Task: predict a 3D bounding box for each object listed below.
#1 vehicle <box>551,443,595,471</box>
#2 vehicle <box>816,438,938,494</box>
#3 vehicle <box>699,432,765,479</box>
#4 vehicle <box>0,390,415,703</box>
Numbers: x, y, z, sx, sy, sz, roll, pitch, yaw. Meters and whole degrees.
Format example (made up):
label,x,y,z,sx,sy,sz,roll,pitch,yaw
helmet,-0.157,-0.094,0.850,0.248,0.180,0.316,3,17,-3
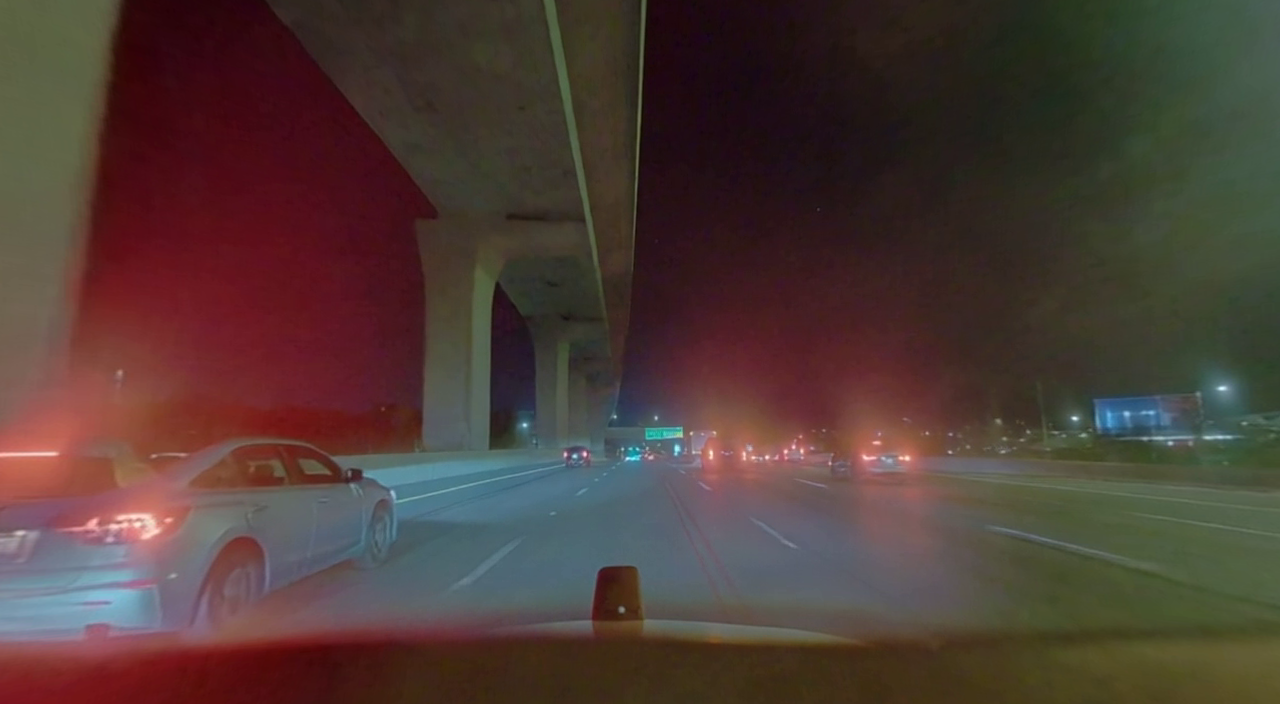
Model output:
label,x,y,z,sx,sy,sz,roll,pitch,yaw
vehicle,-3.736,5.924,35.882,2.047,1.464,4.387,0,-9,0
vehicle,6.989,3.406,19.194,1.989,1.472,4.322,0,-9,-1
vehicle,3.704,4.280,26.245,2.072,1.761,4.242,0,-9,0
vehicle,-3.598,1.241,4.852,1.997,1.476,4.703,0,-9,0
